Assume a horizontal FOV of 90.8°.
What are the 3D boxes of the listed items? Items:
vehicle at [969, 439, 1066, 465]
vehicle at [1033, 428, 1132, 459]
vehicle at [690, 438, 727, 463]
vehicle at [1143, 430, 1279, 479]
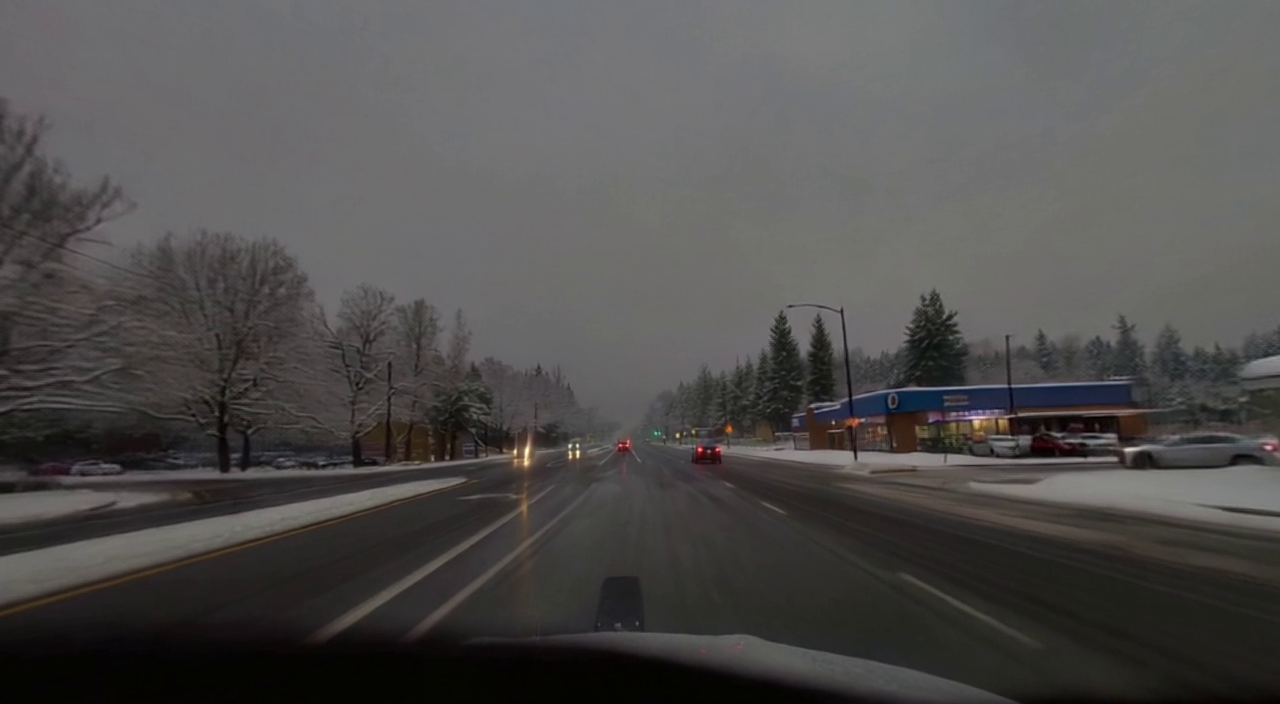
[{"bbox_3d":[23.318,6.193,39.181,1.886,1.438,4.742,6,-10,-33],"label":"vehicle"},{"bbox_3d":[31.928,6.683,45.738,2.159,1.950,5.240,2,-9,-39],"label":"vehicle"},{"bbox_3d":[4.721,6.924,44.287,1.957,1.643,4.226,0,-9,-2],"label":"vehicle"},{"bbox_3d":[22.693,3.892,24.106,2.086,1.730,4.913,6,-11,-35],"label":"vehicle"}]
